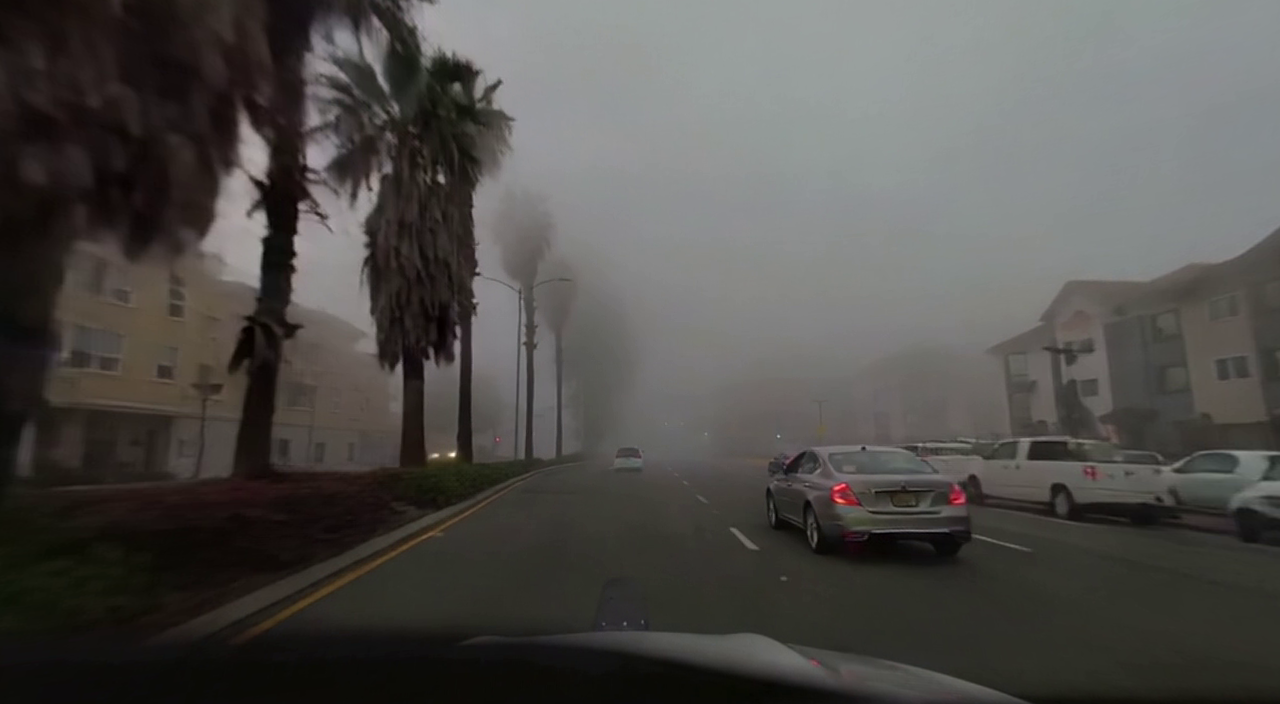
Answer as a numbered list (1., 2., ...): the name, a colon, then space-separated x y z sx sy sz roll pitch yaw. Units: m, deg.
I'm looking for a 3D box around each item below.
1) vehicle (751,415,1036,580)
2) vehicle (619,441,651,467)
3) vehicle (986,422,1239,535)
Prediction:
1. vehicle: 2.922 1.784 8.518 2.009 1.639 4.267 0 -9 -1
2. vehicle: -0.318 6.937 42.996 2.087 1.709 4.076 0 -9 1
3. vehicle: 9.966 2.671 13.949 2.060 1.908 4.679 4 -9 1
